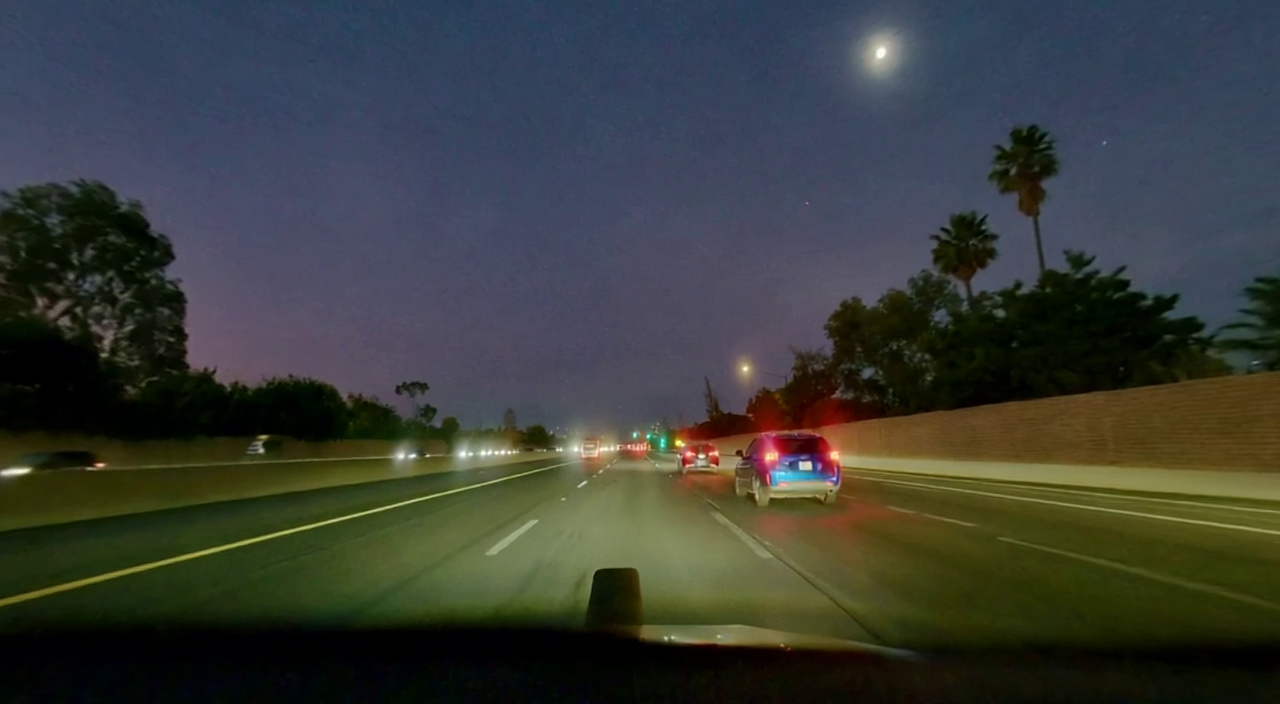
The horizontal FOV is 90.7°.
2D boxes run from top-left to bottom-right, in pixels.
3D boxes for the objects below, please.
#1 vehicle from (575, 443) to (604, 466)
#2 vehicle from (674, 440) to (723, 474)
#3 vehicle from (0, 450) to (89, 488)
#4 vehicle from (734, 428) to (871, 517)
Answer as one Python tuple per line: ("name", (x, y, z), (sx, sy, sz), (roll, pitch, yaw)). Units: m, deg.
("vehicle", (-3.783, 7.774, 48.066), (1.858, 1.632, 4.138), (0, -9, 0))
("vehicle", (3.053, 5.579, 33.784), (2.045, 1.688, 4.313), (0, -9, -2))
("vehicle", (-31.568, 5.962, 32.513), (1.992, 1.770, 4.905), (0, -9, 2))
("vehicle", (3.443, 2.637, 14.345), (1.910, 1.696, 4.187), (0, -8, -1))
